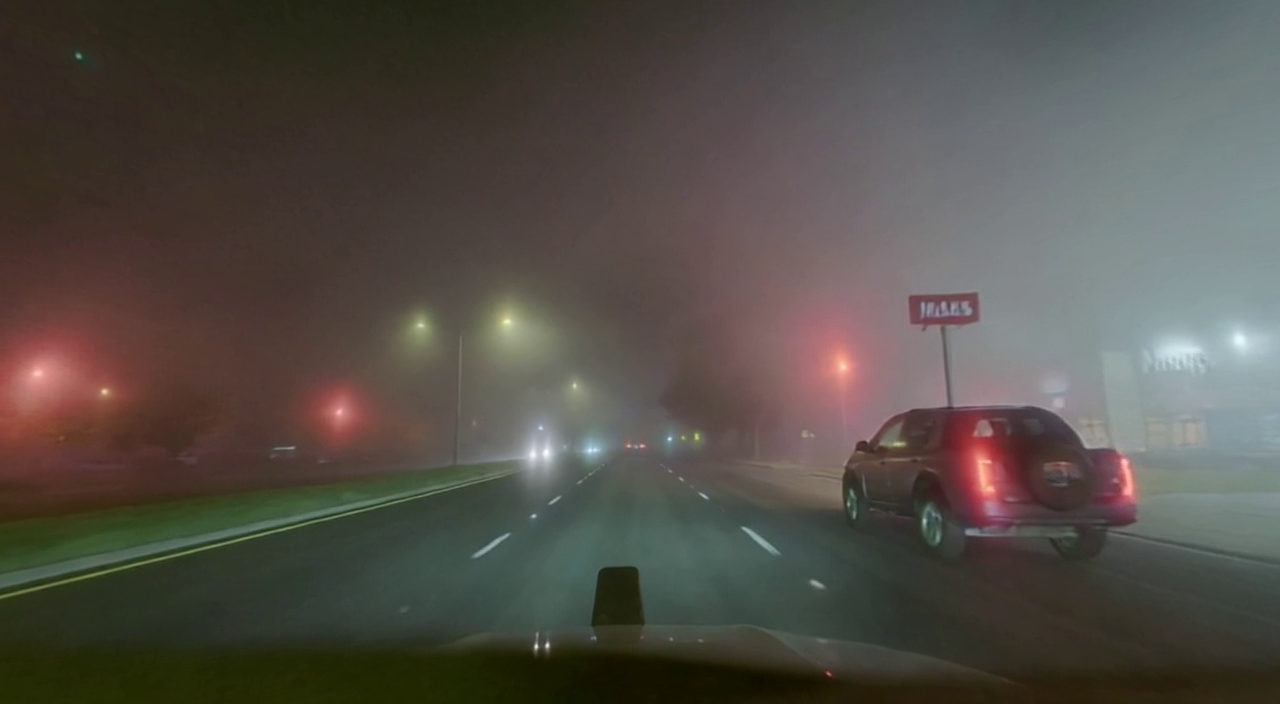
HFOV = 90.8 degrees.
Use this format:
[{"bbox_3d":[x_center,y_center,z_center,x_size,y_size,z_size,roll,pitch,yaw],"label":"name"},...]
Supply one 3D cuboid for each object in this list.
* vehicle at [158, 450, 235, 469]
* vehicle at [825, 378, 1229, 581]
[{"bbox_3d":[-33.261,8.055,47.439,4.463,1.411,1.779,0,-8,2],"label":"vehicle"},{"bbox_3d":[4.533,1.603,8.765,2.185,1.956,5.128,0,-8,-2],"label":"vehicle"}]
